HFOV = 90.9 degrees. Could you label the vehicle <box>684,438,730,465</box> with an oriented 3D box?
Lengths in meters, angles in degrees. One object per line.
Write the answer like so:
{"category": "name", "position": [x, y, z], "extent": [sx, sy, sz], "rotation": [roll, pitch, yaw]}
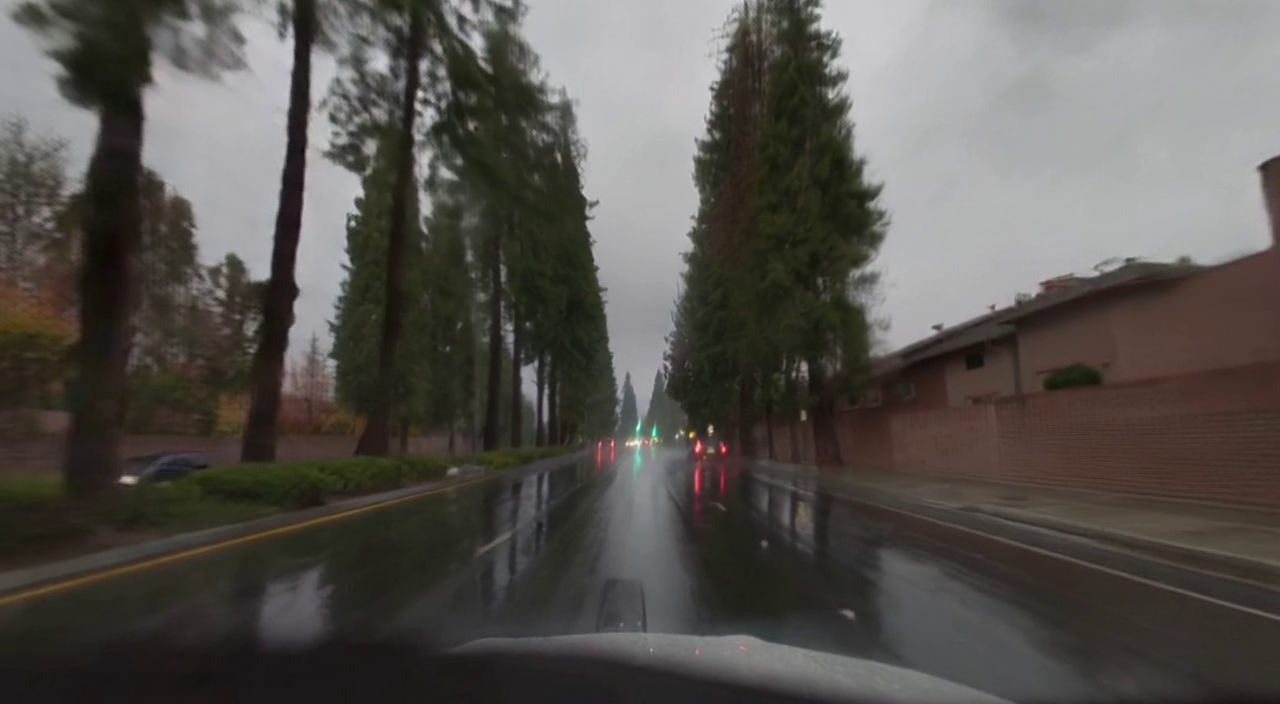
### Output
{"category": "vehicle", "position": [3.999, 6.071, 38.653], "extent": [2.237, 1.578, 4.621], "rotation": [0, -8, -1]}

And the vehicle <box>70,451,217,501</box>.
{"category": "vehicle", "position": [-21.271, 5.285, 27.391], "extent": [2.238, 1.778, 5.115], "rotation": [-3, -8, 1]}
